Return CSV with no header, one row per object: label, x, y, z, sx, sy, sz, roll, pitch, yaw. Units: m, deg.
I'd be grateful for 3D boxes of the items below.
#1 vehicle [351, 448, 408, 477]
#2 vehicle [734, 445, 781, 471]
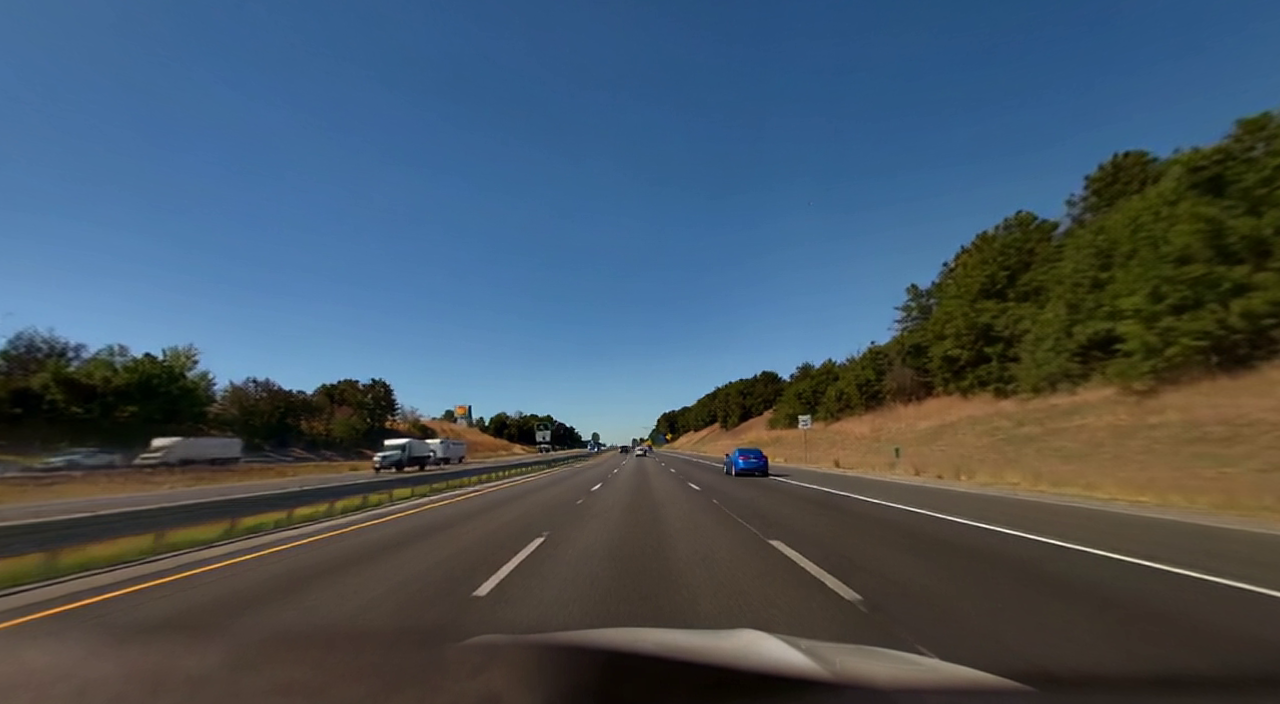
vehicle,-19.397,8.215,47.226,2.091,2.078,5.210,0,-9,-1
vehicle,7.041,6.395,38.151,1.967,1.472,3.751,0,-9,-3
